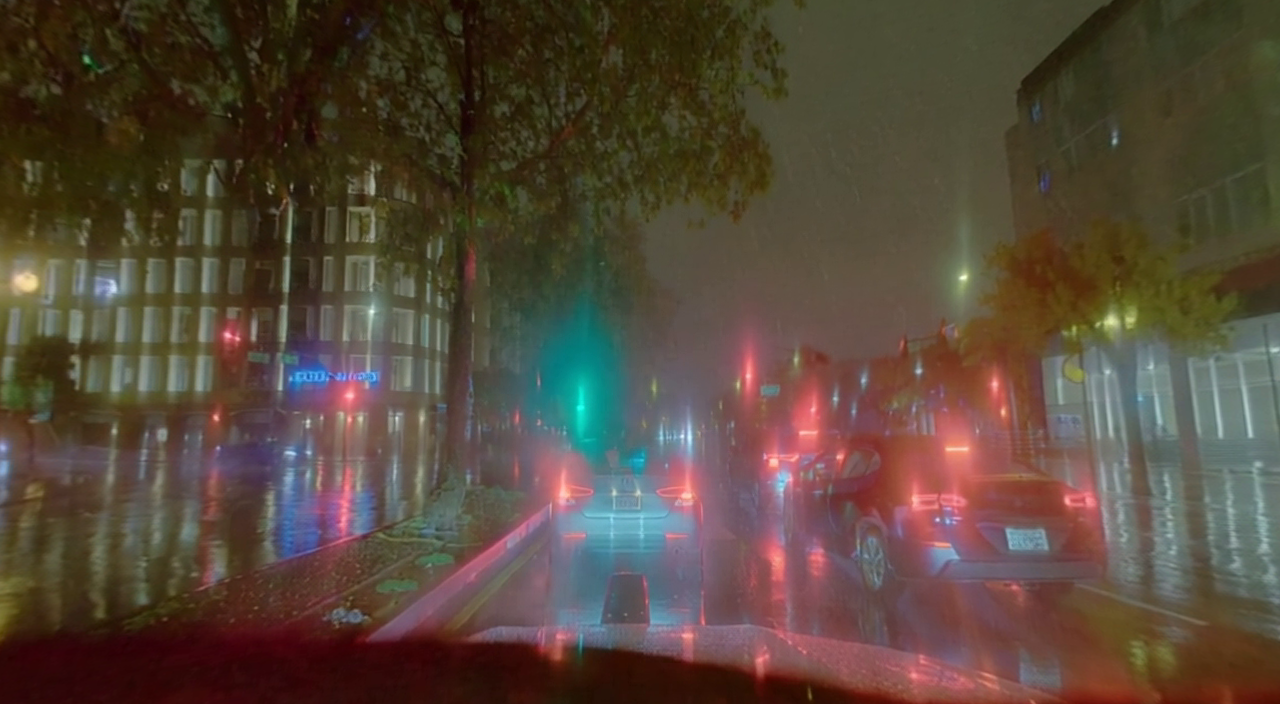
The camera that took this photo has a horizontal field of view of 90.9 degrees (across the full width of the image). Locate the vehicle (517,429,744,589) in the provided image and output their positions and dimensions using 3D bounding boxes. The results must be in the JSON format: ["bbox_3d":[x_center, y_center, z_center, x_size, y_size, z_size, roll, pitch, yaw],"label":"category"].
[{"bbox_3d":[-0.101,1.755,7.943,2.087,1.456,4.143,0,-8,0],"label":"vehicle"}]

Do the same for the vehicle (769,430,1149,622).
[{"bbox_3d":[2.901,1.650,7.026,1.893,1.446,4.270,0,-8,-2],"label":"vehicle"}]
